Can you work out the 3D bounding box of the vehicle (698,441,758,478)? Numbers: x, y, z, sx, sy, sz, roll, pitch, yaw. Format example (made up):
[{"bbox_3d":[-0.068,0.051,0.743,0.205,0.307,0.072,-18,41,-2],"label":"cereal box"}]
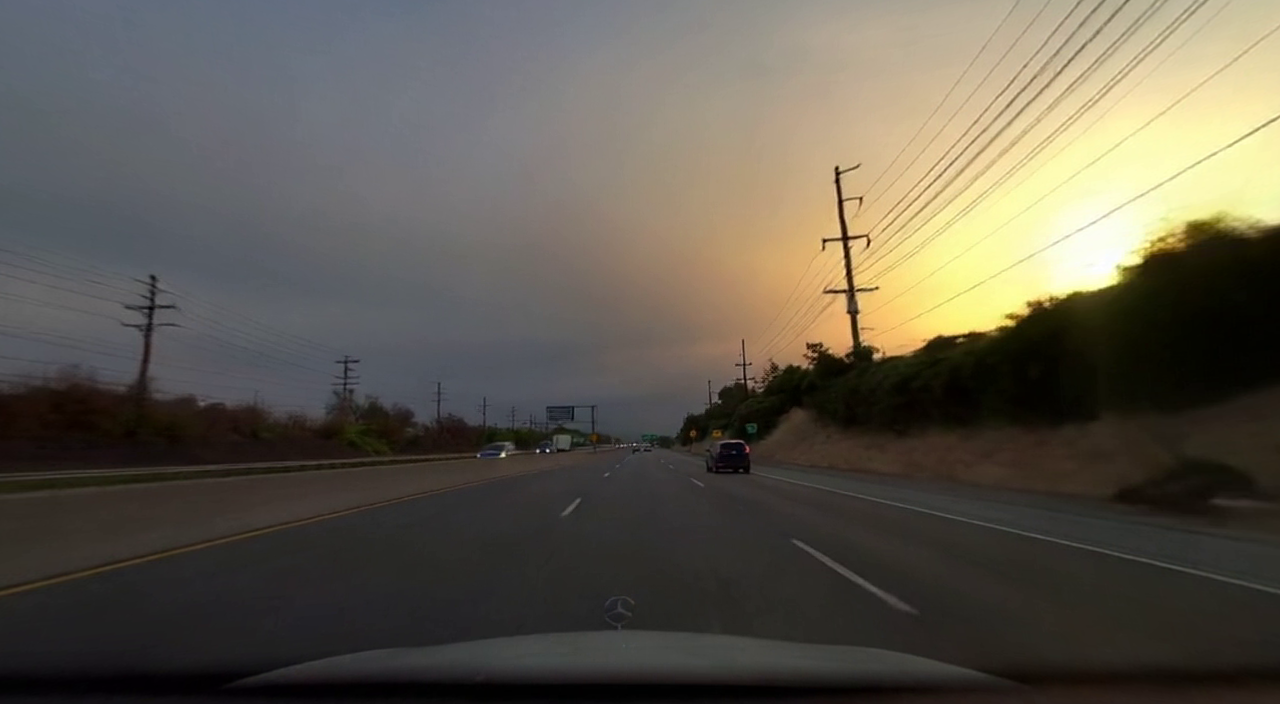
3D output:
[{"bbox_3d":[3.955,4.926,28.908,2.054,1.565,4.089,0,-9,-1],"label":"vehicle"}]
